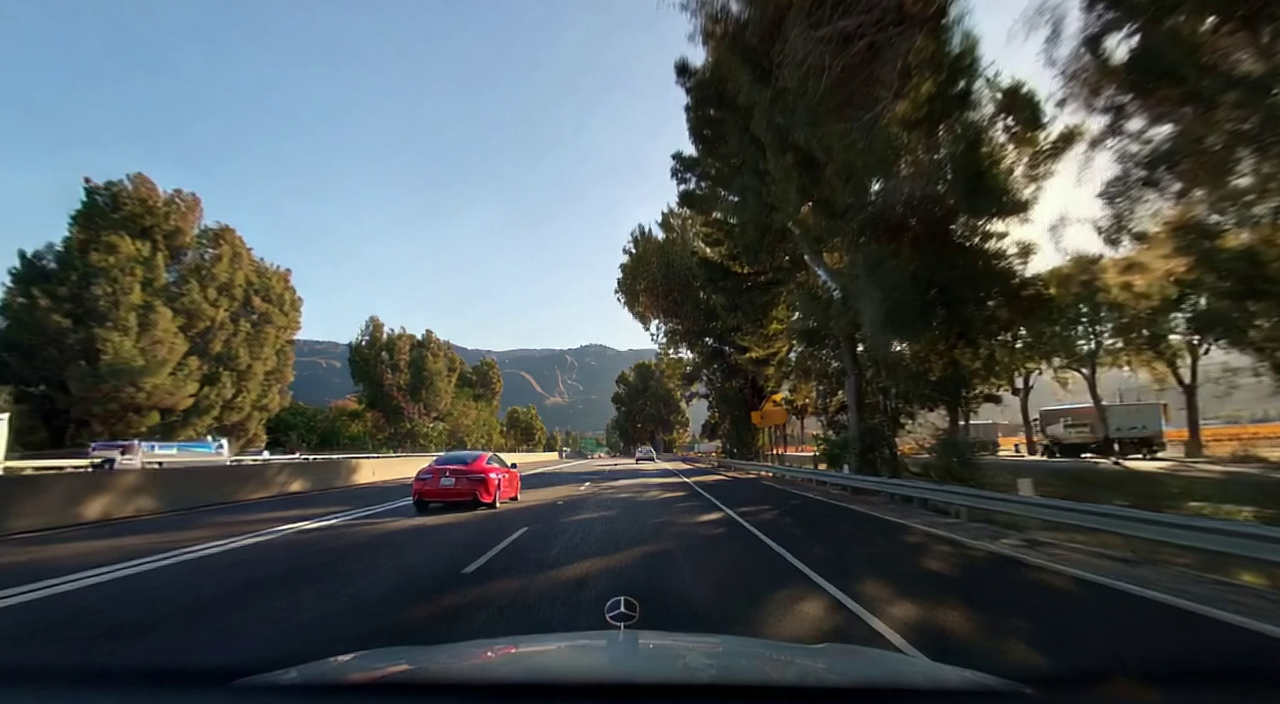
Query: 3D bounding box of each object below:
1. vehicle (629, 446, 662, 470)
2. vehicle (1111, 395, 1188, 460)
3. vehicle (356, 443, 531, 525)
[{"bbox_3d":[0.320,6.838,40.942,2.079,1.450,3.942,0,-9,0],"label":"vehicle"},{"bbox_3d":[38.320,5.782,47.223,11.007,4.362,2.851,8,-12,-44],"label":"vehicle"},{"bbox_3d":[-3.905,2.698,13.574,2.170,1.451,4.584,0,-9,2],"label":"vehicle"}]
